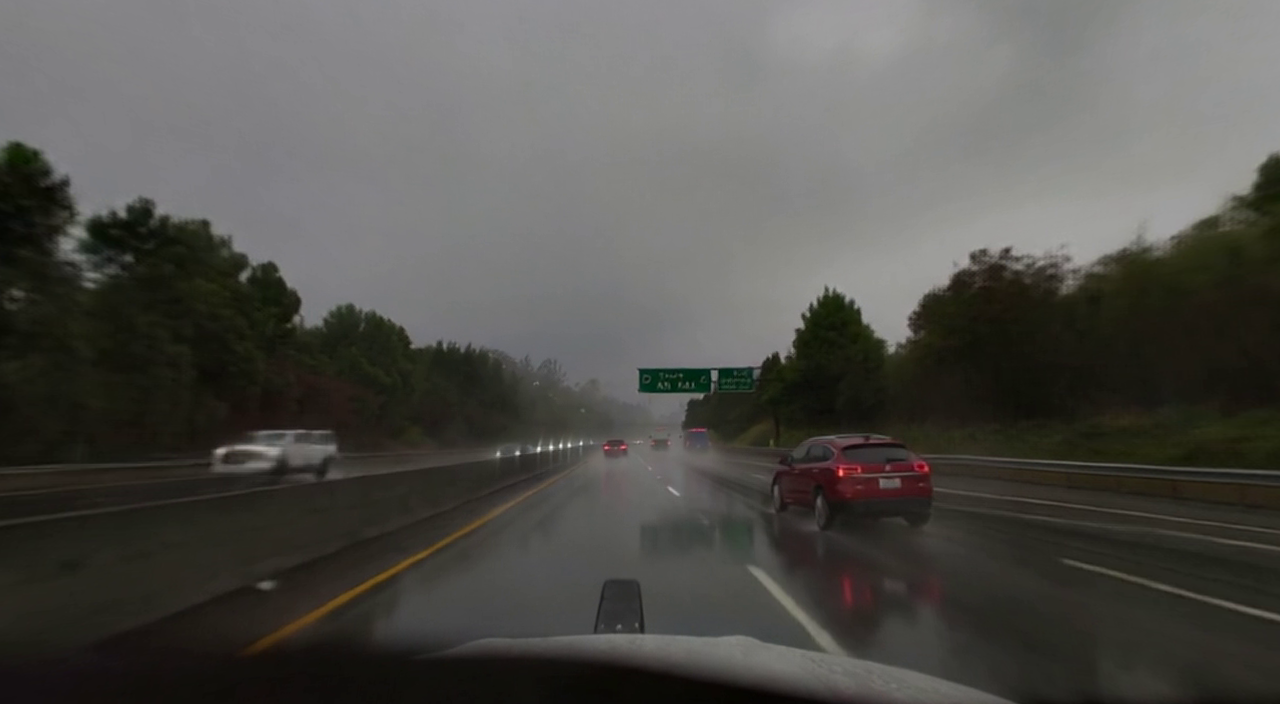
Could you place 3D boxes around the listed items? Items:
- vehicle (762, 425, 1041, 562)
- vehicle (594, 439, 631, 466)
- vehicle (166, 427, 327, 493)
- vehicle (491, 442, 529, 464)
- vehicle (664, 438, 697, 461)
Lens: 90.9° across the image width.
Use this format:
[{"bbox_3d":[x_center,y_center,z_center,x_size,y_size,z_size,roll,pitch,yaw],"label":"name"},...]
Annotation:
[{"bbox_3d":[3.379,1.886,9.429,1.961,1.495,4.743,0,-8,-3],"label":"vehicle"},{"bbox_3d":[-1.634,5.949,37.628,2.055,1.466,4.317,0,-8,-2],"label":"vehicle"},{"bbox_3d":[-12.807,3.499,21.048,2.210,1.908,5.012,0,-8,-2],"label":"vehicle"},{"bbox_3d":[-9.348,7.269,45.541,1.855,1.455,4.469,0,-8,-1],"label":"vehicle"},{"bbox_3d":[2.973,7.189,46.692,1.995,1.556,3.893,0,-8,-3],"label":"vehicle"}]
